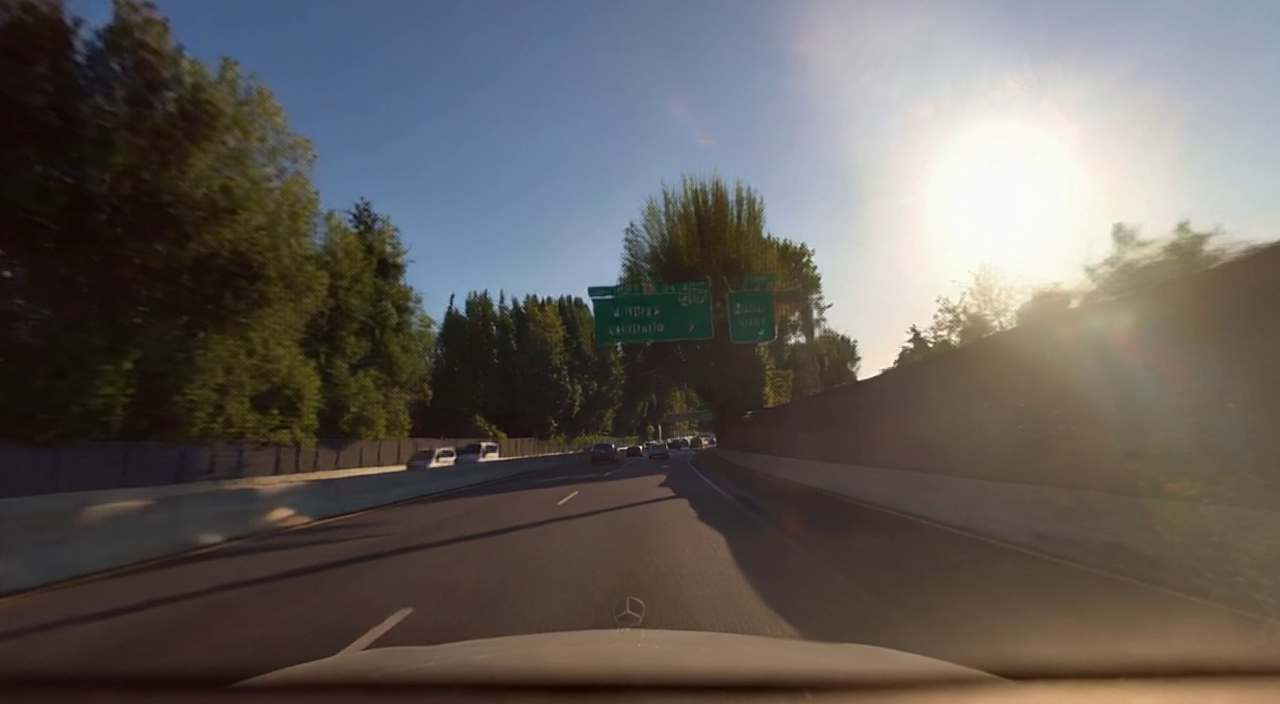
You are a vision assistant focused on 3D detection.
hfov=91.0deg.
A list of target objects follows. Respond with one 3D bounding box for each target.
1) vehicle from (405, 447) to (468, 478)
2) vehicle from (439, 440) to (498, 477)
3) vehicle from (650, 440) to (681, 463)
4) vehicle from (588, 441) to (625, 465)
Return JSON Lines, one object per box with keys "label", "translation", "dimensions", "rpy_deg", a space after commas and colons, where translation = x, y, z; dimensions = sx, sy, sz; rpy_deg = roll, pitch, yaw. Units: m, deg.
{"label": "vehicle", "translation": [-13.363, 7.275, 41.766], "dimensions": [2.085, 1.879, 5.421], "rpy_deg": [-1, -8, 3]}
{"label": "vehicle", "translation": [-12.865, 8.002, 47.623], "dimensions": [2.577, 2.627, 5.306], "rpy_deg": [-1, -8, 4]}
{"label": "vehicle", "translation": [1.870, 7.137, 45.311], "dimensions": [2.077, 1.533, 3.854], "rpy_deg": [-1, -8, 3]}
{"label": "vehicle", "translation": [-2.138, 6.565, 41.140], "dimensions": [1.985, 1.518, 3.847], "rpy_deg": [-1, -8, 4]}
